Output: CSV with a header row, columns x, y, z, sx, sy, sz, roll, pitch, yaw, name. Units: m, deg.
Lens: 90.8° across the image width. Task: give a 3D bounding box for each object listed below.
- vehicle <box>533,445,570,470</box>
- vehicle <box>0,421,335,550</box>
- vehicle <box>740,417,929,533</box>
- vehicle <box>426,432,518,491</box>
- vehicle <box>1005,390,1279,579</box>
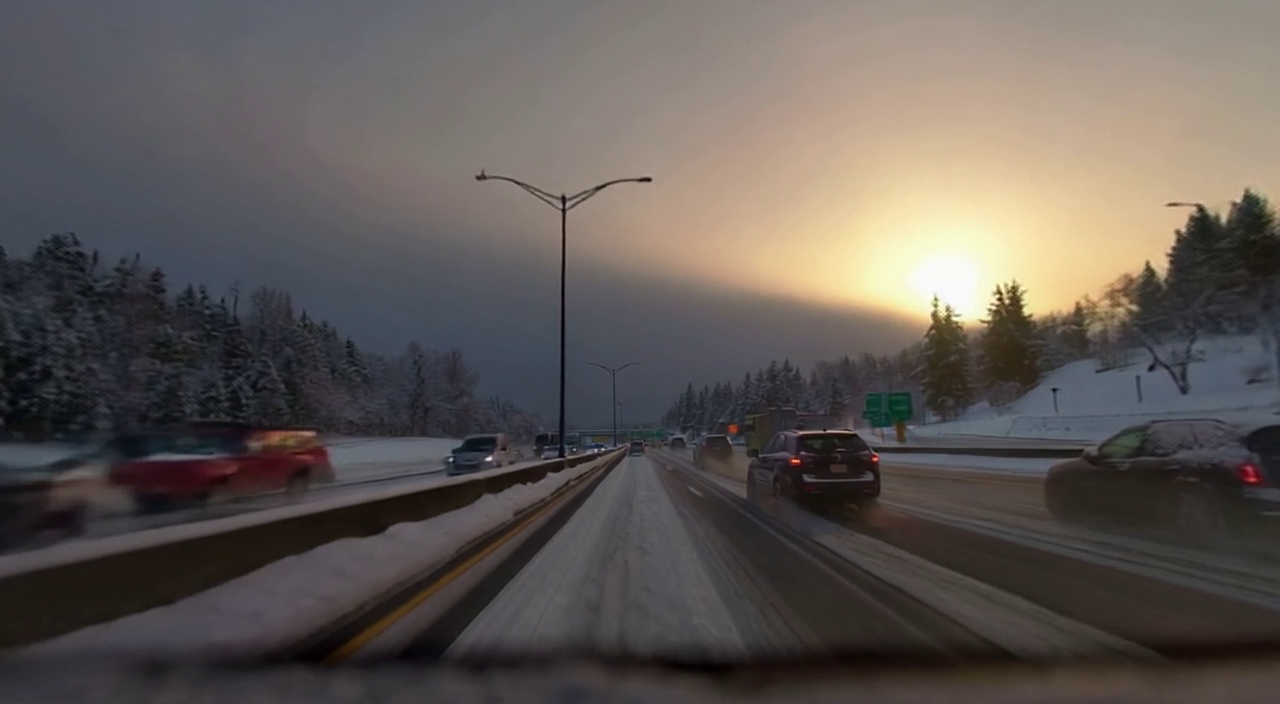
x,y,z,sx,sy,sz,roll,pitch,yaw,name
-5.816,6.940,41.816,1.888,1.532,3.906,0,-8,0,vehicle
-9.060,2.597,13.239,2.273,2.041,6.129,0,-8,0,vehicle
3.242,2.151,11.616,2.059,1.711,4.302,0,-8,0,vehicle
-5.749,3.794,22.284,2.048,1.838,4.587,0,-8,-1,vehicle
7.166,1.557,7.989,2.040,1.801,4.959,0,-8,-1,vehicle
